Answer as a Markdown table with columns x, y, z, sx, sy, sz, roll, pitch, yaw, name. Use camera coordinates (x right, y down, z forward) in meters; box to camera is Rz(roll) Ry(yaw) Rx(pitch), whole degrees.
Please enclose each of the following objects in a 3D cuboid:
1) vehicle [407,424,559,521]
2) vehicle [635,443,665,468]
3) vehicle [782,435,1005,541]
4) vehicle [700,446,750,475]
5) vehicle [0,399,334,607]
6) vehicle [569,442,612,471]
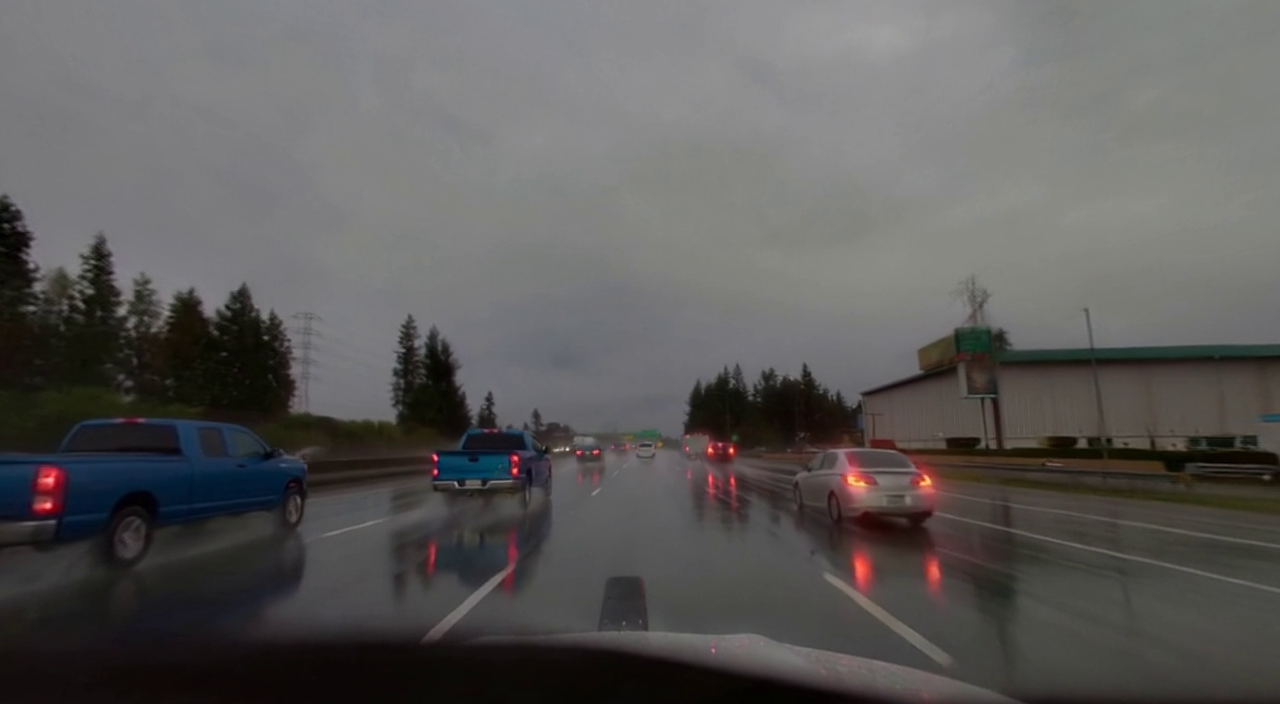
| x | y | z | sx | sy | sz | roll | pitch | yaw | name |
| --- | --- | --- | --- | --- | --- | --- | --- | --- | --- |
| -3.212 | 2.578 | 14.054 | 2.146 | 1.775 | 4.553 | 0 | -8 | 1 | vehicle |
| 0.709 | 7.488 | 45.946 | 2.080 | 1.682 | 4.150 | 0 | -8 | 0 | vehicle |
| 4.137 | 2.278 | 11.298 | 2.111 | 1.498 | 4.466 | 0 | -8 | 0 | vehicle |
| 4.523 | 5.814 | 34.201 | 2.072 | 1.456 | 4.537 | 0 | -8 | 0 | vehicle |
| -6.499 | 1.703 | 8.177 | 2.428 | 1.812 | 5.131 | 0 | -8 | 1 | vehicle |
| -3.043 | 6.545 | 39.791 | 2.209 | 1.714 | 4.576 | 0 | -8 | 1 | vehicle |
